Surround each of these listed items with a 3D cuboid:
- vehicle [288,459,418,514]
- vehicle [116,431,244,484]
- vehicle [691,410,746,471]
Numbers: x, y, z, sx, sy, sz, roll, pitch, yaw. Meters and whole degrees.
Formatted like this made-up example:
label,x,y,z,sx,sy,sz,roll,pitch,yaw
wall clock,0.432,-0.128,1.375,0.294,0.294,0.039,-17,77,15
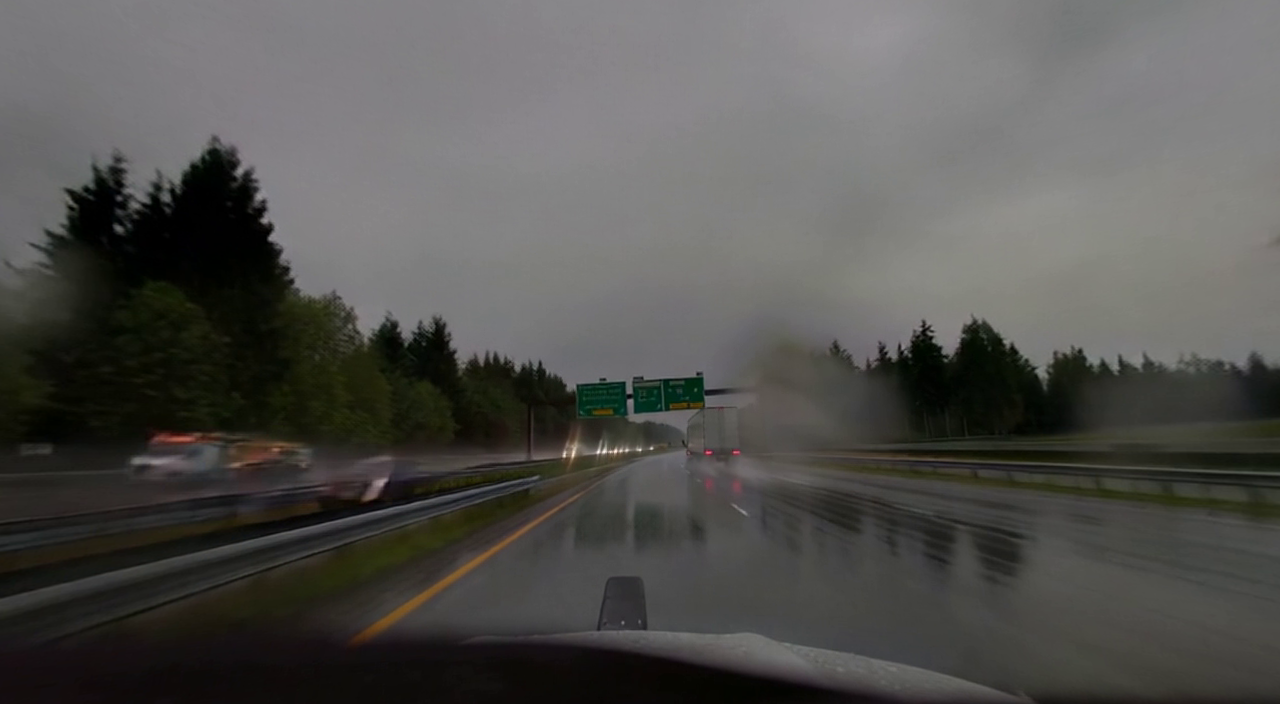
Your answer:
label,x,y,z,sx,sy,sz,roll,pitch,yaw
vehicle,-8.255,3.874,18.599,1.840,1.373,4.152,0,-9,1
vehicle,-24.594,5.674,34.140,2.337,2.586,6.144,0,-9,-1
vehicle,5.737,6.910,48.630,2.859,3.984,14.045,0,-9,2
